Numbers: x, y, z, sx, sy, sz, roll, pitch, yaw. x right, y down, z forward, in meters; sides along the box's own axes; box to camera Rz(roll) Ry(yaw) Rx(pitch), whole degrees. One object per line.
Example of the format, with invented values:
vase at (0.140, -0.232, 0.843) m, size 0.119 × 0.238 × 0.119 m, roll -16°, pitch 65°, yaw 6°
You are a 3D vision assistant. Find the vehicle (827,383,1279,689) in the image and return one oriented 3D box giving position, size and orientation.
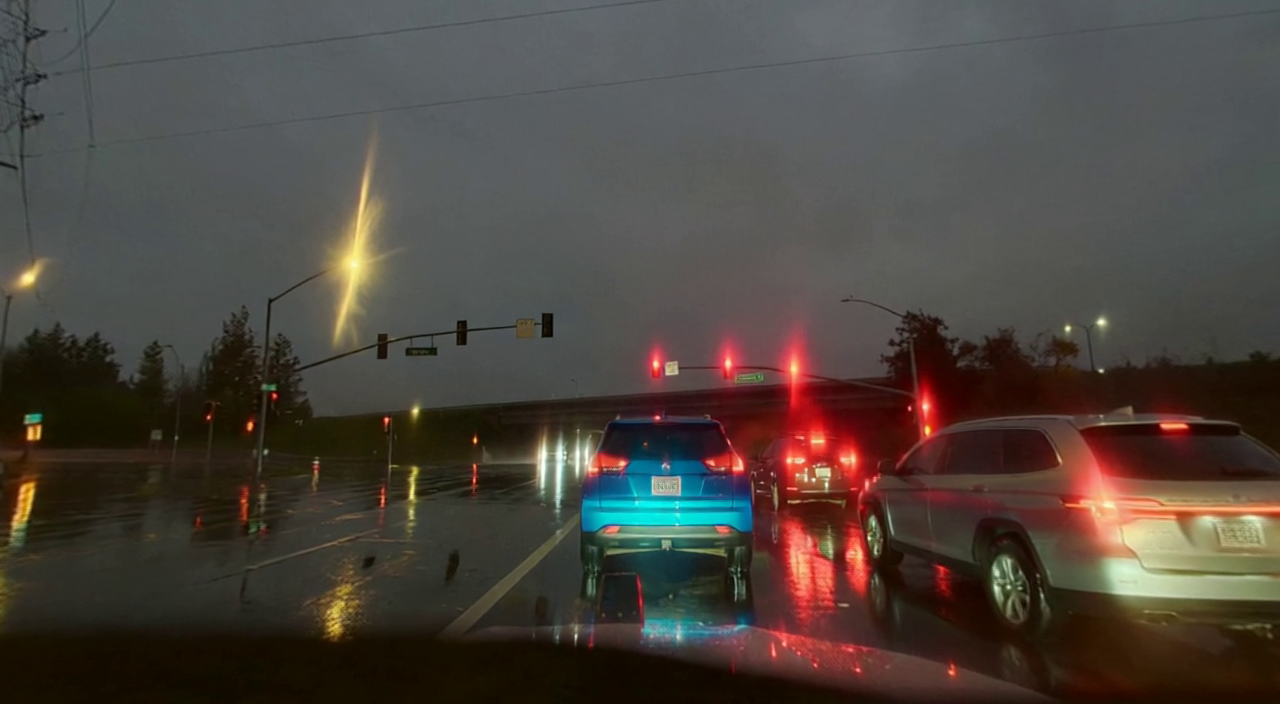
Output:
vehicle at (3.409, 1.336, 5.804) m, size 1.990 × 1.649 × 4.625 m, roll 0°, pitch -8°, yaw 0°

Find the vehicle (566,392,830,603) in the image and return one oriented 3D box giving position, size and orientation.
vehicle at (0.444, 1.555, 7.615) m, size 2.240 × 1.778 × 4.335 m, roll 0°, pitch -8°, yaw -1°
